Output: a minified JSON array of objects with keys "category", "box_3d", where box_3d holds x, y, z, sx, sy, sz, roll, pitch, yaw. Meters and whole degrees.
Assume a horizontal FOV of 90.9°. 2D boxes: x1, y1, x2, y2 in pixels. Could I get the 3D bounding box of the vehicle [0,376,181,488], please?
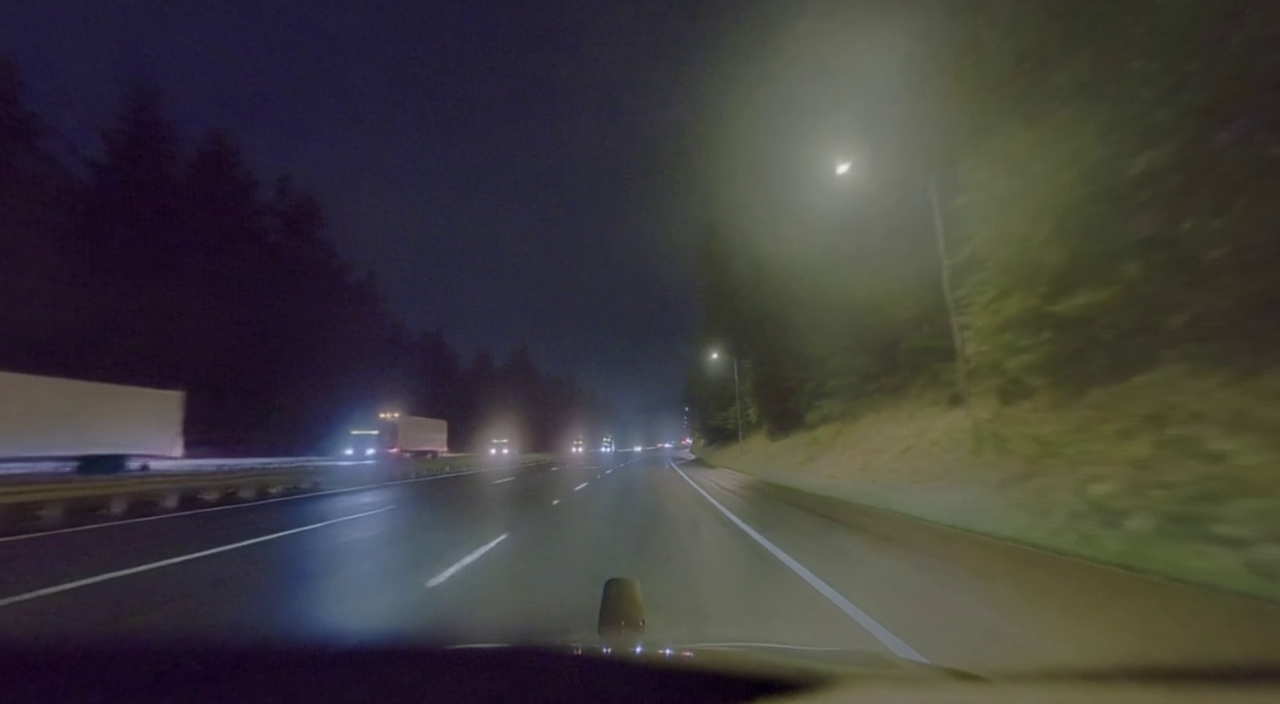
[{"category":"vehicle","box_3d":[-23.218,2.904,22.648,2.918,3.747,13.877,0,-9,1]}]
